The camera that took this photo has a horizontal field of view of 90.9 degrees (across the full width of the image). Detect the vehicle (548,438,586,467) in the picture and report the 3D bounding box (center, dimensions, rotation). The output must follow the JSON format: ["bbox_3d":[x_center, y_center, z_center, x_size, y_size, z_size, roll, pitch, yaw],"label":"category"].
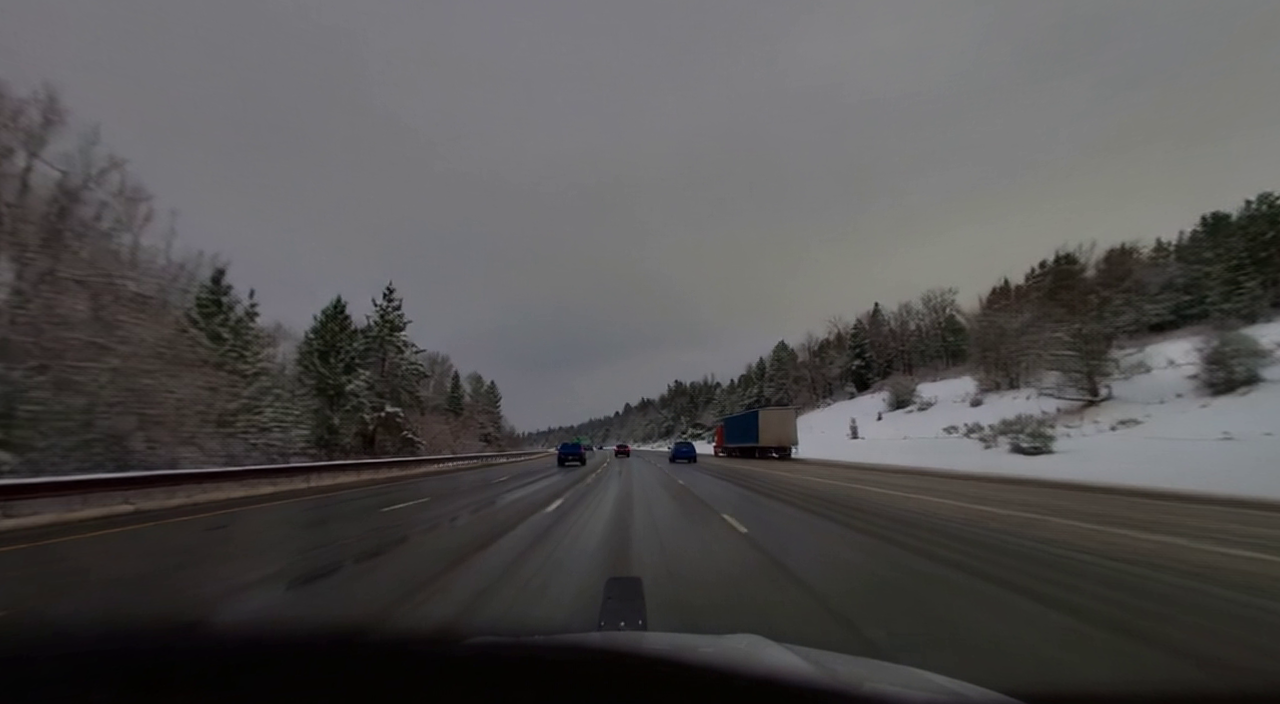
[{"bbox_3d":[-4.927,6.820,43.112,2.120,1.855,4.619,0,-8,-1],"label":"vehicle"}]

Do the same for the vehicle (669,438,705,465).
[{"bbox_3d":[3.205,6.918,43.963,1.995,1.712,4.206,0,-8,-2],"label":"vehicle"}]
